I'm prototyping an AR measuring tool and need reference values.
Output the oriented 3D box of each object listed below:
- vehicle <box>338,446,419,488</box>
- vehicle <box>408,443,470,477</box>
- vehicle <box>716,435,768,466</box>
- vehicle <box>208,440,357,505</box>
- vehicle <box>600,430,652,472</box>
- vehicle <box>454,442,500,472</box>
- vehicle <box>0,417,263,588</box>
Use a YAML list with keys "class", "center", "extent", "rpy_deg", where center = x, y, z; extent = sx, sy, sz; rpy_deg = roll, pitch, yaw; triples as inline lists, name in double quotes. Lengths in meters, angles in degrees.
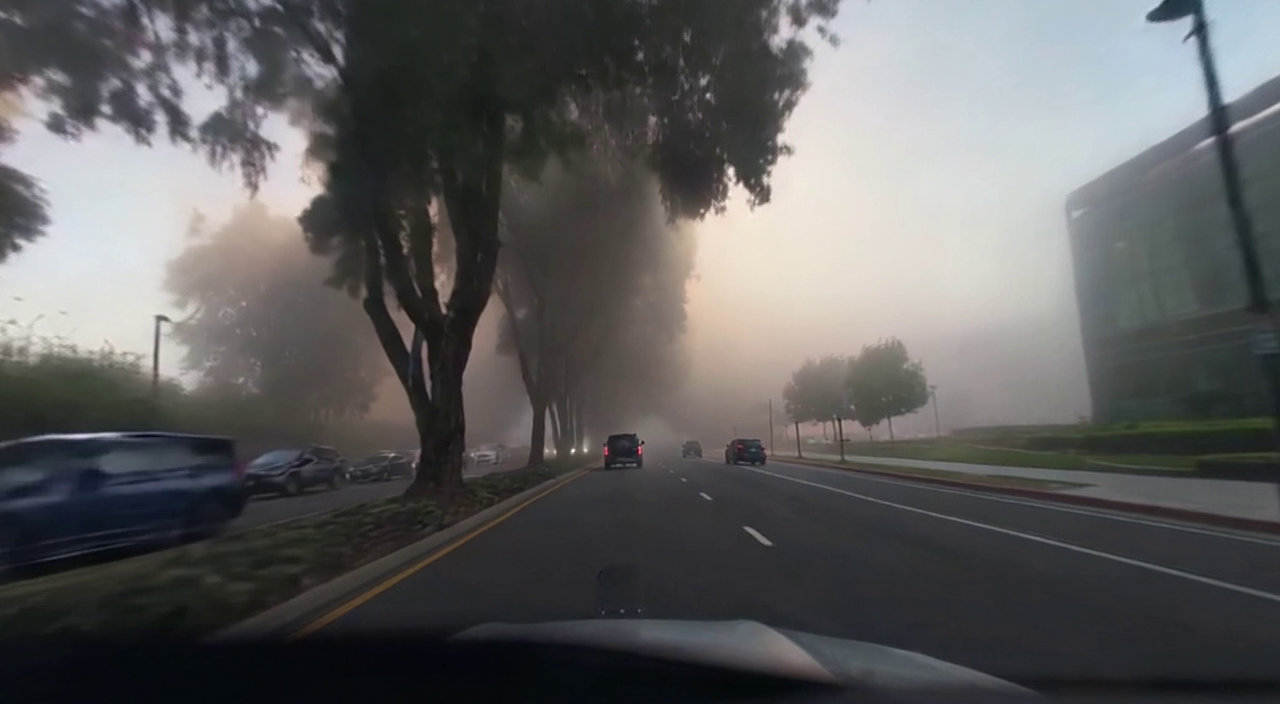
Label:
- class: "vehicle"
  center: [-11.564, 5.089, 28.274]
  extent: [1.899, 1.607, 4.297]
  rpy_deg: [-2, -8, -1]
- class: "vehicle"
  center: [-11.536, 6.200, 36.615]
  extent: [2.042, 1.822, 4.913]
  rpy_deg: [0, -8, -1]
- class: "vehicle"
  center: [6.386, 6.236, 40.154]
  extent: [2.364, 1.781, 4.854]
  rpy_deg: [0, -8, -1]
- class: "vehicle"
  center: [-11.192, 3.773, 20.261]
  extent: [2.093, 1.816, 4.559]
  rpy_deg: [0, -8, 0]
- class: "vehicle"
  center: [-0.702, 4.997, 32.001]
  extent: [2.411, 1.937, 5.186]
  rpy_deg: [0, -8, -1]
- class: "vehicle"
  center: [-11.674, 7.506, 45.541]
  extent: [2.082, 1.824, 4.840]
  rpy_deg: [-2, -7, -1]
- class: "vehicle"
  center: [-7.986, 1.912, 8.766]
  extent: [2.184, 1.824, 5.418]
  rpy_deg: [0, -8, 0]
